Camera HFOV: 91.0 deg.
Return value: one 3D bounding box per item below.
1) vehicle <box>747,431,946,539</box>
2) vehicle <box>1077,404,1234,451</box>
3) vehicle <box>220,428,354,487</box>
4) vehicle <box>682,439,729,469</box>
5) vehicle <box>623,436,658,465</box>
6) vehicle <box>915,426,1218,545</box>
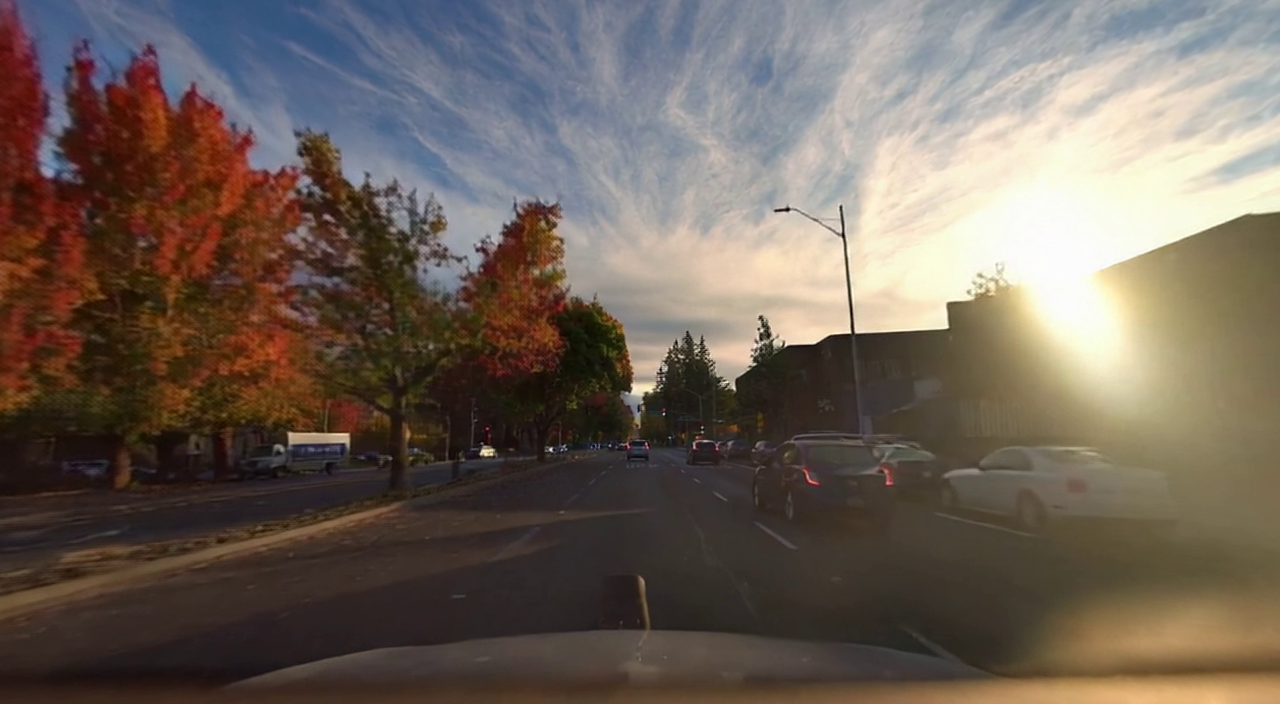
[{"bbox_3d":[3.320,2.227,11.241,1.977,1.498,4.521,0,-9,-1],"label":"vehicle"},{"bbox_3d":[21.772,3.285,26.768,2.025,1.768,4.672,6,-11,-38],"label":"vehicle"},{"bbox_3d":[-22.267,6.729,40.609,2.961,3.271,9.547,0,-9,1],"label":"vehicle"},{"bbox_3d":[3.574,5.718,35.323,2.178,1.546,4.311,0,-9,0],"label":"vehicle"},{"bbox_3d":[0.034,6.826,43.760,2.239,1.856,4.815,0,-9,0],"label":"vehicle"},{"bbox_3d":[6.856,2.180,10.976,2.061,1.593,4.602,0,-9,0],"label":"vehicle"}]
